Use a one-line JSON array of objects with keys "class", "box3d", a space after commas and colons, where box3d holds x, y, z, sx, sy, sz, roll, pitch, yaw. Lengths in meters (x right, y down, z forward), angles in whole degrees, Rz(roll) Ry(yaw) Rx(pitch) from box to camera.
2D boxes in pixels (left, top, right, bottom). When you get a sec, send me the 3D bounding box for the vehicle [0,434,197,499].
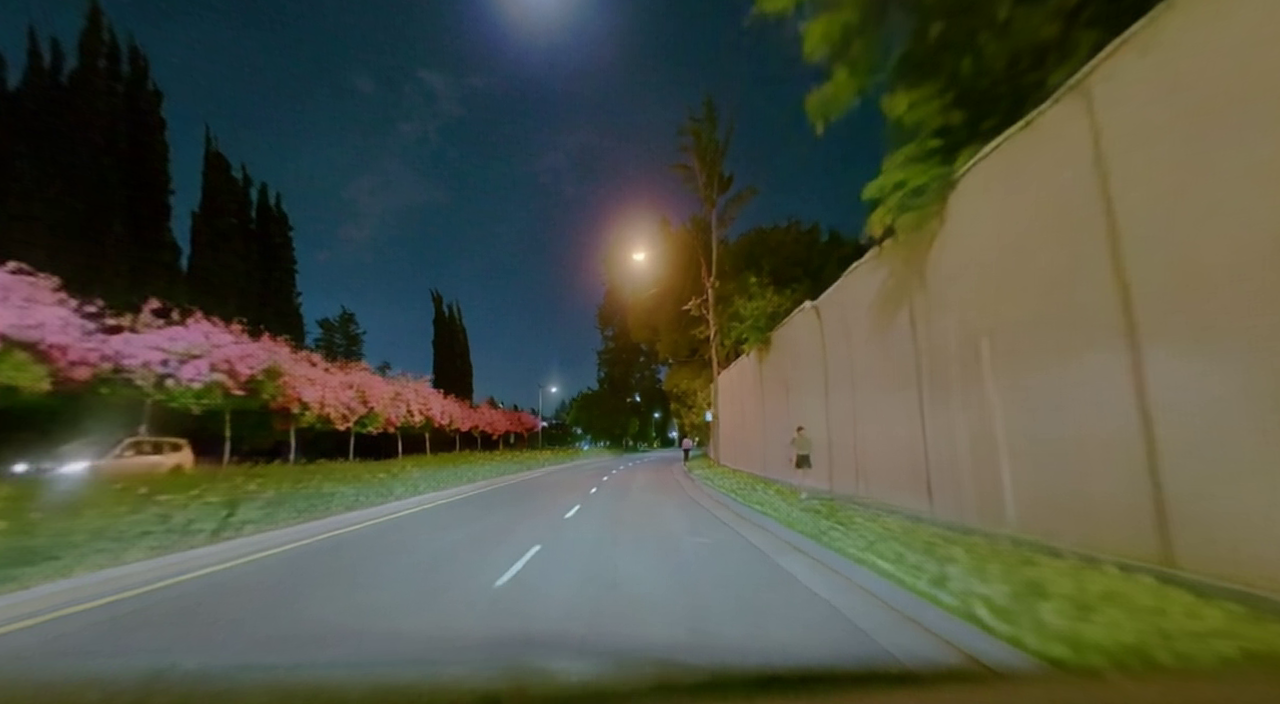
[{"class": "vehicle", "box3d": [-16.762, 3.513, 19.852, 2.186, 1.769, 4.869, 0, -8, -1]}]
